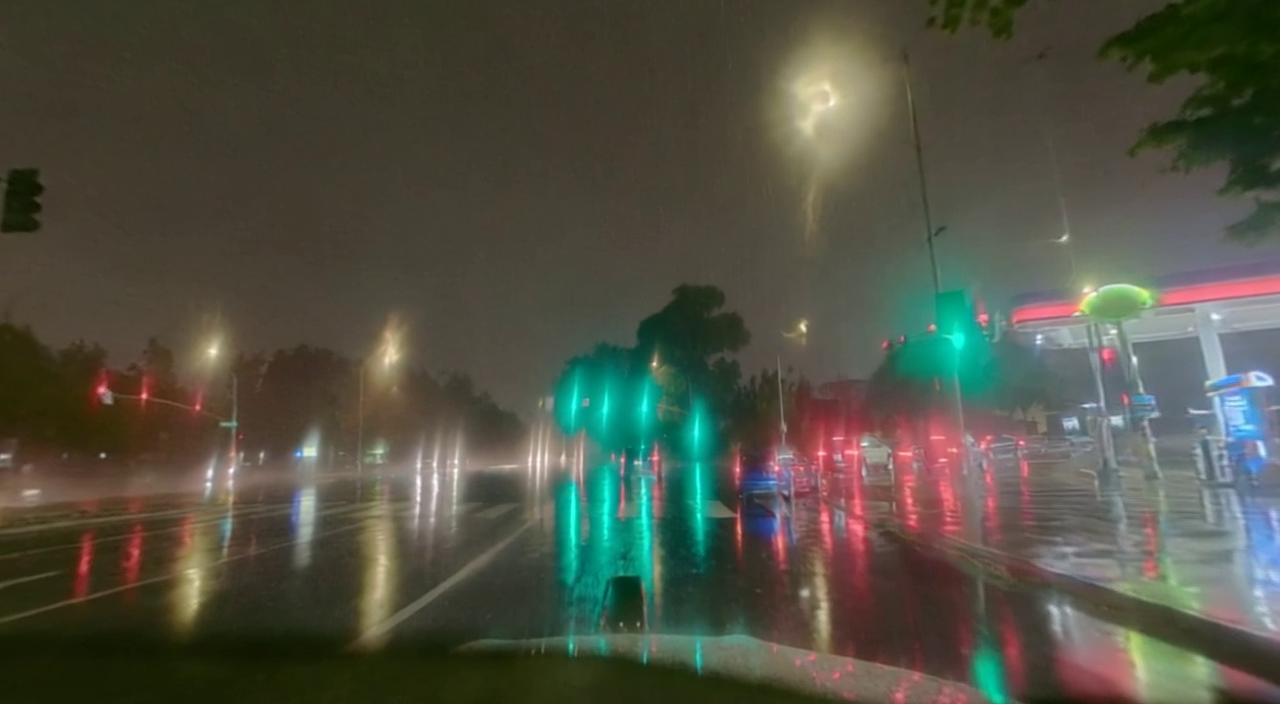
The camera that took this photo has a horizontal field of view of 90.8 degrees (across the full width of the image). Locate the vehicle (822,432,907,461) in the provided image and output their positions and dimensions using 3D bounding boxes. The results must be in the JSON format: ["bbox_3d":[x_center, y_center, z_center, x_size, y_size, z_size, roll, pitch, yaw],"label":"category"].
[{"bbox_3d":[13.746,5.807,38.908,4.524,1.681,1.823,0,-9,-1],"label":"vehicle"}]

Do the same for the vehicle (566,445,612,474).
[{"bbox_3d":[-2.751,5.905,34.868,2.003,1.492,4.291,-1,-9,3],"label":"vehicle"}]

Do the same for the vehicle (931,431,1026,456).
[{"bbox_3d":[20.625,5.603,38.630,4.700,1.417,1.789,-1,-9,2],"label":"vehicle"}]

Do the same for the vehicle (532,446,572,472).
[{"bbox_3d":[-6.042,7.371,43.917,2.018,1.692,4.226,-1,-9,2],"label":"vehicle"}]

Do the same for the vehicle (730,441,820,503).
[{"bbox_3d":[3.846,3.229,17.467,1.976,1.462,4.342,-3,-9,17],"label":"vehicle"}]

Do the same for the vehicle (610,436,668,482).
[{"bbox_3d":[0.002,4.439,26.433,2.210,1.722,4.215,0,-9,1],"label":"vehicle"}]
